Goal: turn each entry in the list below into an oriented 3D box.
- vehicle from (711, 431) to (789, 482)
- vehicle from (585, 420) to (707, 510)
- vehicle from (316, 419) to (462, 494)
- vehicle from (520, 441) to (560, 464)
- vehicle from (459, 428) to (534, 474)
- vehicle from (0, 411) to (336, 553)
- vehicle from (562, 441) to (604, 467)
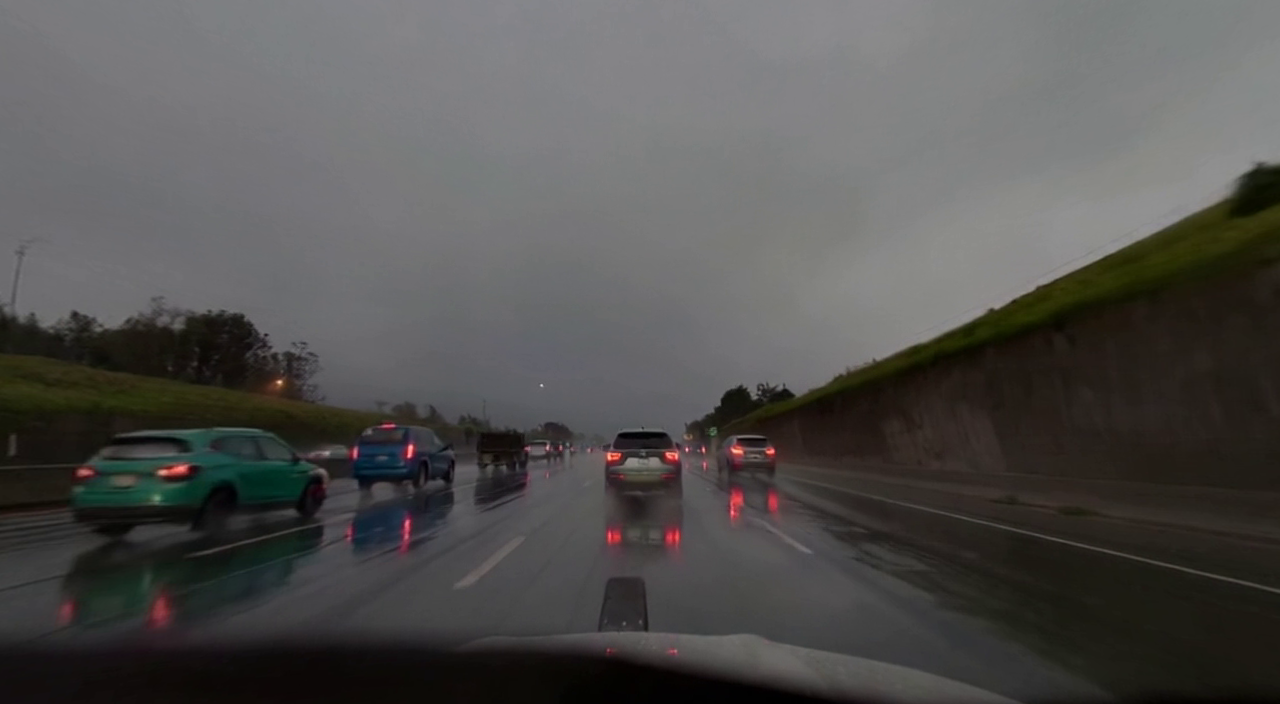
[{"bbox_3d":[4.096,3.994,24.273,2.092,1.723,4.629,0,-9,-1],"label":"vehicle"},{"bbox_3d":[0.134,2.611,14.907,2.447,1.804,4.273,0,-9,0],"label":"vehicle"},{"bbox_3d":[-7.276,3.128,19.044,2.230,1.928,5.112,0,-9,1],"label":"vehicle"},{"bbox_3d":[-6.830,6.946,43.610,1.957,1.467,4.640,0,-9,1],"label":"vehicle"},{"bbox_3d":[-6.687,4.712,30.056,2.294,1.982,5.040,0,-9,1],"label":"vehicle"},{"bbox_3d":[-6.937,1.918,9.934,2.024,1.706,4.462,0,-9,1],"label":"vehicle"},{"bbox_3d":[-3.366,6.128,37.919,2.108,1.442,4.143,0,-9,1],"label":"vehicle"}]
